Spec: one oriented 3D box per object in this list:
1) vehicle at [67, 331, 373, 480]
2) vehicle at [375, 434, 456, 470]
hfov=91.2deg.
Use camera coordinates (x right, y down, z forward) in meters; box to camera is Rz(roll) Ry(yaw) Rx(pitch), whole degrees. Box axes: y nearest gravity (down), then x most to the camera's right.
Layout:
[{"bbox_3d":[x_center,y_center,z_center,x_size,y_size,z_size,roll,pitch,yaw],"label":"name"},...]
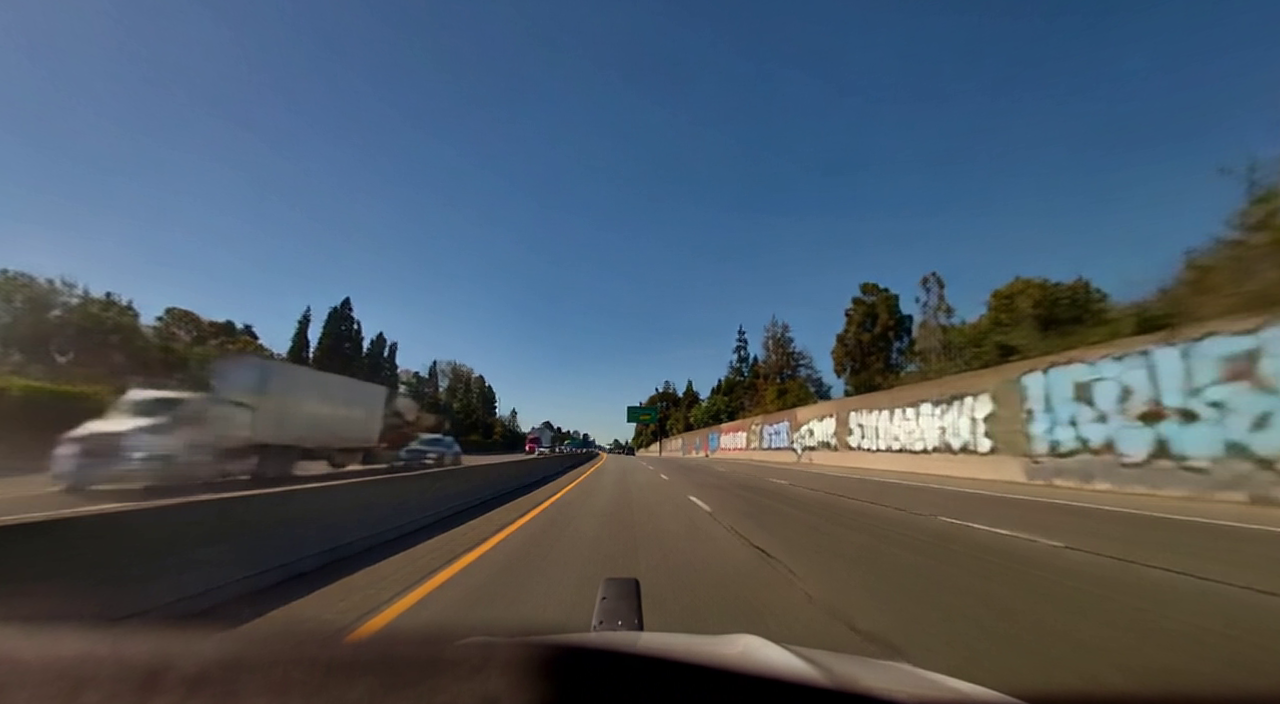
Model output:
[{"bbox_3d":[-13.429,2.288,22.280,2.962,3.875,11.868,0,-9,-2],"label":"vehicle"},{"bbox_3d":[-10.001,4.496,28.313,2.141,1.485,4.219,0,-9,0],"label":"vehicle"}]
